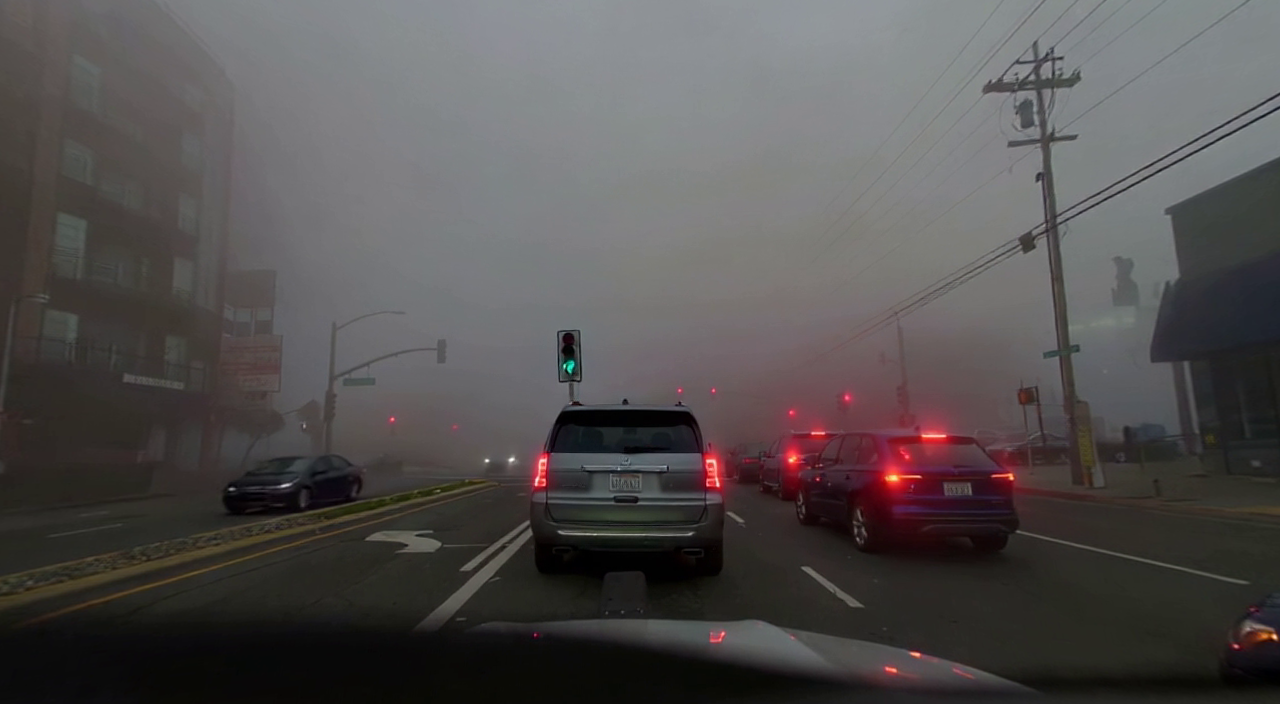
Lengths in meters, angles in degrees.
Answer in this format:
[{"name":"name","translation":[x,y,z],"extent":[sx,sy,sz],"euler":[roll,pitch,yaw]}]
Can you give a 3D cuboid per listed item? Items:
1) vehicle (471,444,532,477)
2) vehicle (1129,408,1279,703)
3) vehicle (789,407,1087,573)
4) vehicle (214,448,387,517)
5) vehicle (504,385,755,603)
[{"name":"vehicle","translation":[-7.800,6.150,35.972],"extent":[2.095,1.730,4.607],"euler":[-1,-8,4]},{"name":"vehicle","translation":[3.370,0.728,0.806],"extent":[1.884,1.484,4.609],"euler":[0,-8,2]},{"name":"vehicle","translation":[3.620,1.756,8.787],"extent":[2.036,1.719,4.318],"euler":[0,-8,0]},{"name":"vehicle","translation":[-8.291,3.179,15.958],"extent":[1.930,1.484,4.252],"euler":[0,-8,2]},{"name":"vehicle","translation":[-0.009,1.537,7.669],"extent":[2.154,1.861,4.280],"euler":[0,-8,2]}]
